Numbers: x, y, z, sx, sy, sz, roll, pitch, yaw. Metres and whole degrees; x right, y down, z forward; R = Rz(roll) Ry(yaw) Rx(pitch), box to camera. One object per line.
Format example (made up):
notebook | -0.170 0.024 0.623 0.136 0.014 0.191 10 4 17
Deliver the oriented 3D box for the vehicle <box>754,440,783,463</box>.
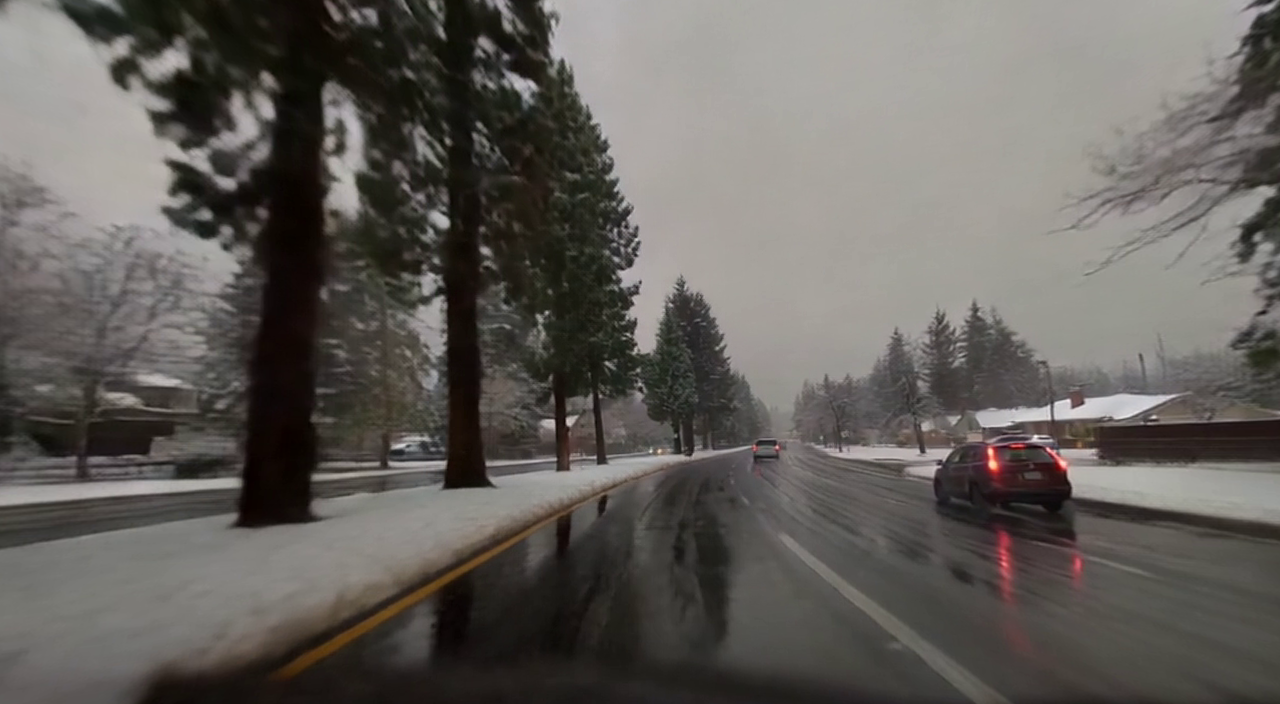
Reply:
vehicle | 9.983 7.710 49.152 1.991 1.684 4.127 -2 -8 10

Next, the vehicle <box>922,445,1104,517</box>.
vehicle | 8.568 2.945 15.040 1.855 1.444 4.389 -1 -8 3
